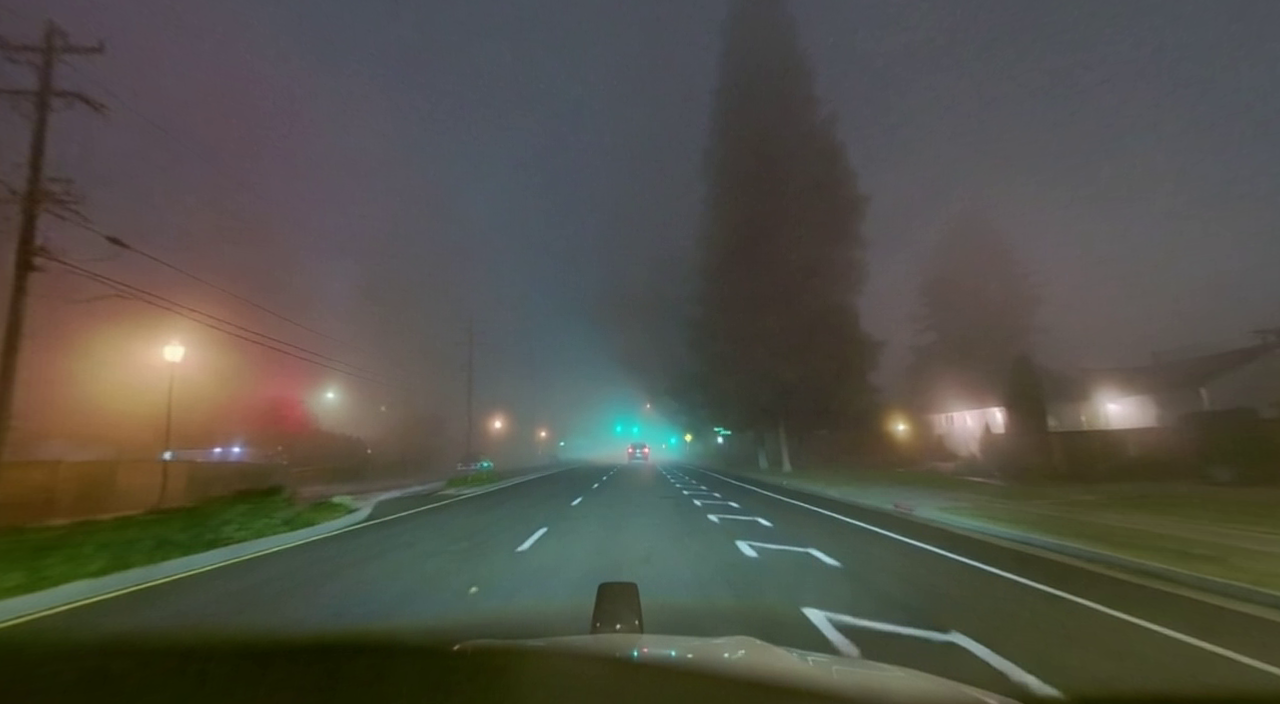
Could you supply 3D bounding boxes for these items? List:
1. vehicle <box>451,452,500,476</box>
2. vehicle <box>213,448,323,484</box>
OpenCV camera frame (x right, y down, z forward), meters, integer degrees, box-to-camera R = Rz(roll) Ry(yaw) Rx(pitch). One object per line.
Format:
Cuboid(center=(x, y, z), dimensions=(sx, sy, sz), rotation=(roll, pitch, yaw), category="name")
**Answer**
Cuboid(center=(-11.794, 8.070, 45.482), dimensions=(2.150, 1.518, 4.785), rotation=(-2, -10, 1), category="vehicle")
Cuboid(center=(-18.890, 5.767, 32.094), dimensions=(4.170, 1.704, 2.174), rotation=(0, -9, 2), category="vehicle")
